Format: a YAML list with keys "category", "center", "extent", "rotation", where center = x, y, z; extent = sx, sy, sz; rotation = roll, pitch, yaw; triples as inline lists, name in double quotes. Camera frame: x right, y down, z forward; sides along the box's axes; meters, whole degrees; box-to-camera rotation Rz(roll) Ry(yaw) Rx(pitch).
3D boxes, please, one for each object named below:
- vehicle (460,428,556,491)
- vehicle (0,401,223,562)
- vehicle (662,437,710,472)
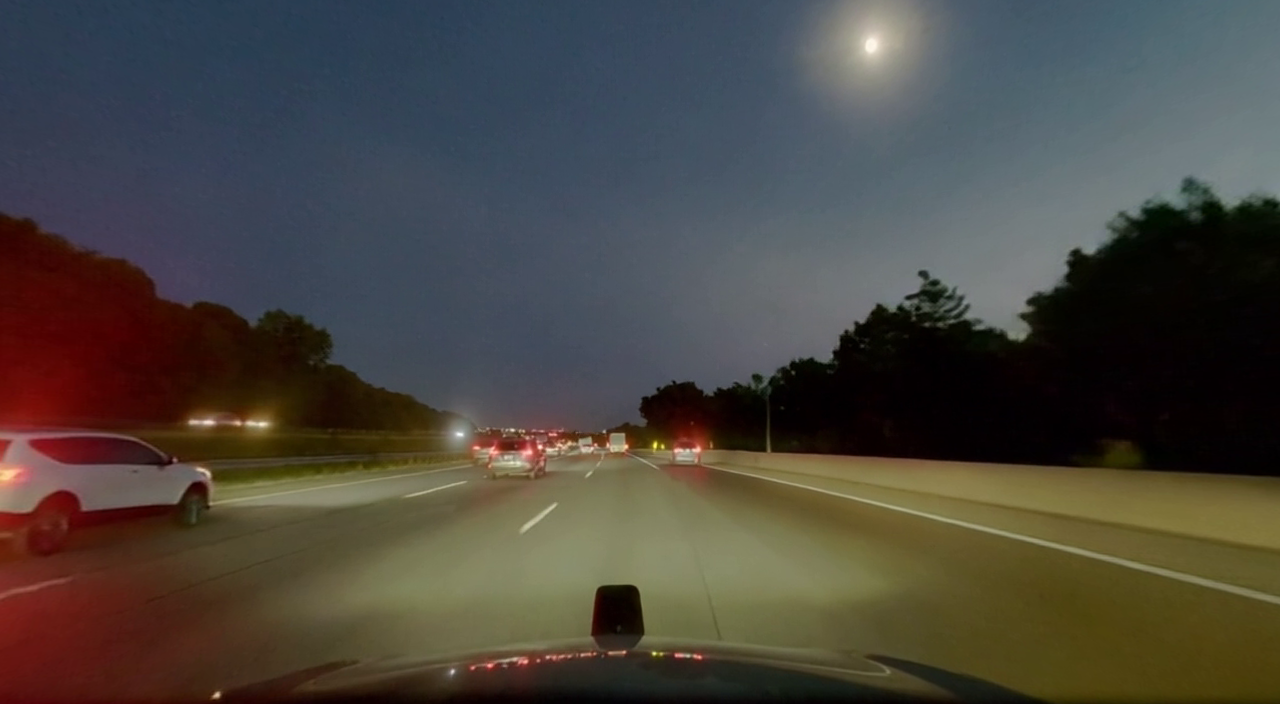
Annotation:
- category: "vehicle"
  center: [-3.847, 3.212, 19.127]
  extent: [2.002, 1.680, 4.301]
  rotation: [0, -9, 0]
- category: "vehicle"
  center: [-7.987, 1.574, 7.977]
  extent: [2.237, 1.703, 4.681]
  rotation: [0, -9, -1]
- category: "vehicle"
  center: [2.362, 5.407, 33.320]
  extent: [2.053, 1.698, 4.097]
  rotation: [1, -9, -3]
